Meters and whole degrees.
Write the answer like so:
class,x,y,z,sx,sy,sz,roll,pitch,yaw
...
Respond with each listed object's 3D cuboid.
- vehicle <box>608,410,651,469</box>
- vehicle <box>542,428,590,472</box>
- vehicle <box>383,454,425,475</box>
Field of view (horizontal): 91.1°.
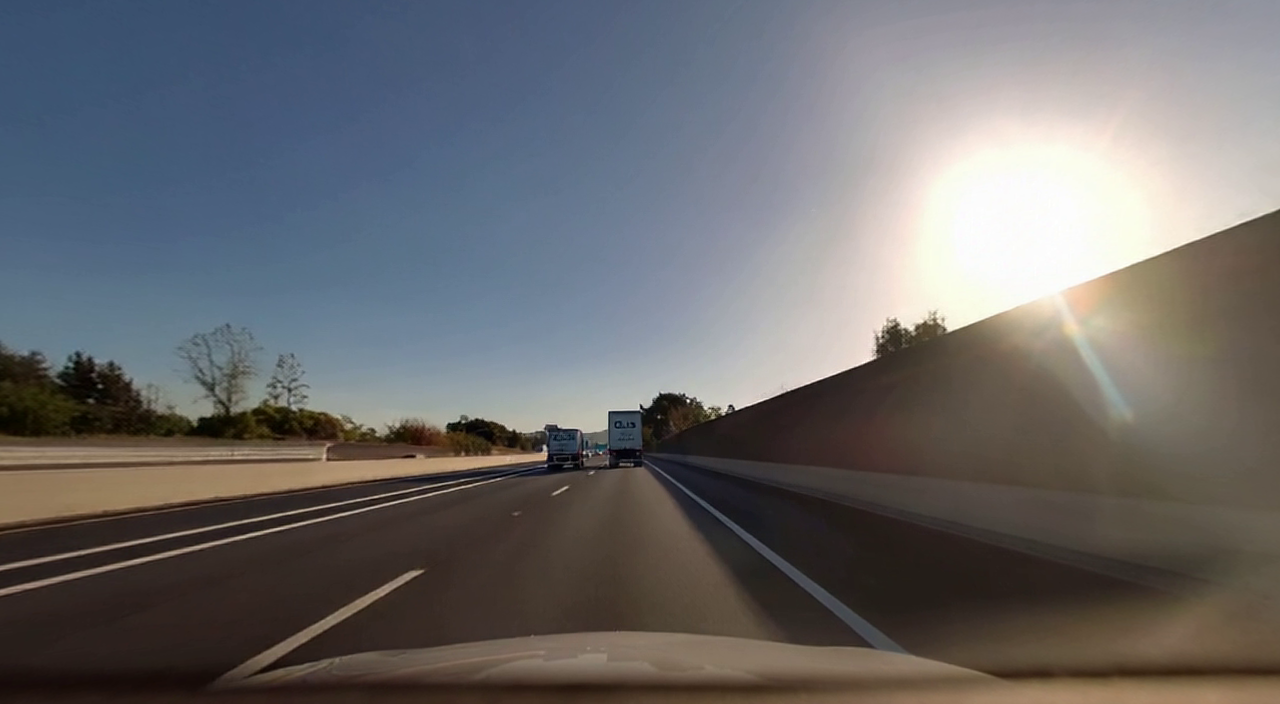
class,x,y,z,sx,sy,sz,roll,pitch,yaw
vehicle,-0.830,6.774,48.201,2.923,4.007,9.760,0,-9,-1
vehicle,-4.812,6.473,41.642,2.529,2.697,5.935,0,-9,-1
vehicle,-18.147,8.655,48.550,1.756,1.446,3.768,0,-9,0
